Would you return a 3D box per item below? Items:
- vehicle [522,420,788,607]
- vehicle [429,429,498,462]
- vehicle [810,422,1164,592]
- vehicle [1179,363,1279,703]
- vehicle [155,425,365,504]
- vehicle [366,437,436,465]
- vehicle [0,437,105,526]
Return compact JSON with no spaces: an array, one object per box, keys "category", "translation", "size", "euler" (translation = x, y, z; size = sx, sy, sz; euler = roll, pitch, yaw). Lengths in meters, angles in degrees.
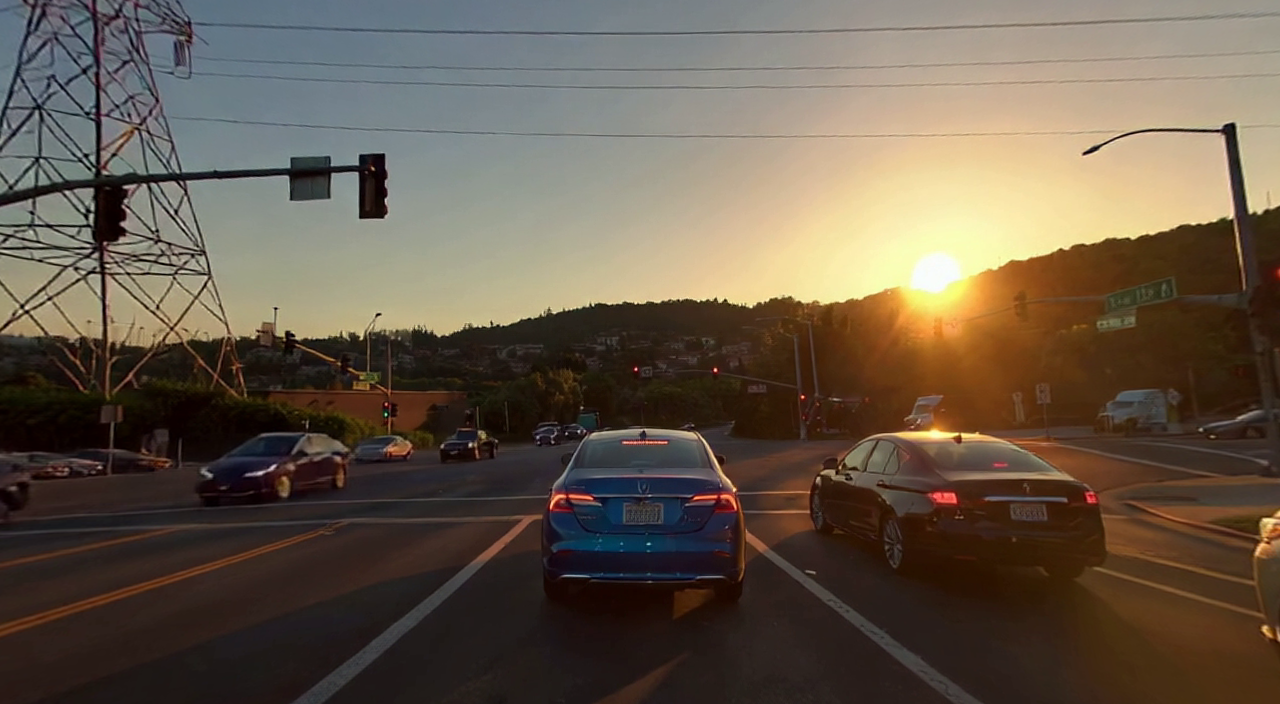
[{"category":"vehicle","translation":[0.102,1.592,7.117],"size":[2.117,1.474,4.036],"euler":[0,-8,0]},{"category":"vehicle","translation":[-9.792,5.270,35.472],"size":[2.239,1.719,4.948],"euler":[-1,-8,3]},{"category":"vehicle","translation":[3.642,1.678,7.712],"size":[1.835,1.473,4.190],"euler":[0,-8,-2]},{"category":"vehicle","translation":[3.402,0.584,0.616],"size":[1.926,1.614,4.330],"euler":[0,-8,1]},{"category":"vehicle","translation":[-10.142,3.045,17.619],"size":[2.161,1.818,5.672],"euler":[-1,-8,2]},{"category":"vehicle","translation":[-13.528,5.632,36.006],"size":[1.982,1.469,4.583],"euler":[-1,-8,3]},{"category":"vehicle","translation":[-13.625,2.560,12.434],"size":[1.939,1.727,4.695],"euler":[0,-8,0]}]
